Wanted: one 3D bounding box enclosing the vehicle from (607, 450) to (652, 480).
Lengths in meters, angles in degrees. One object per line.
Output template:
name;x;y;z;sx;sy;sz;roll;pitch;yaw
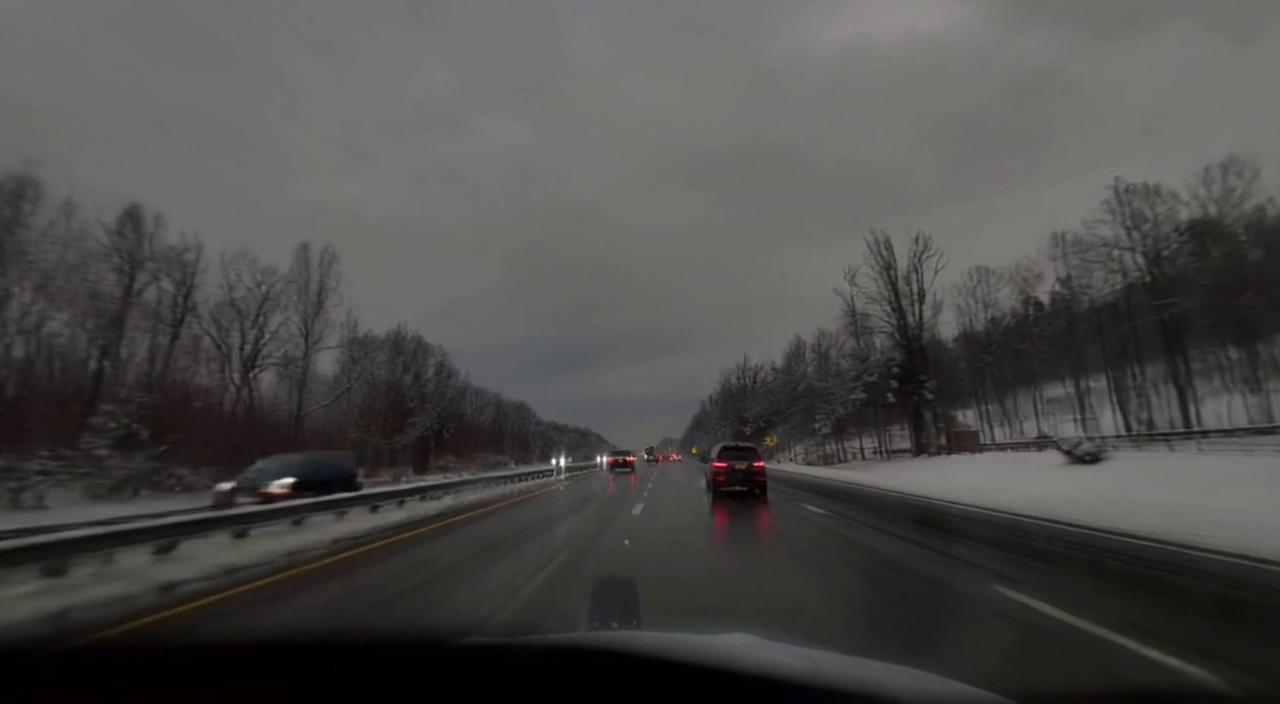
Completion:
vehicle;-0.453;5.703;31.829;2.037;1.418;3.793;-1;-9;3

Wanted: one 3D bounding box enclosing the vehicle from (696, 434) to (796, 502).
vehicle;2.920;3.330;18.387;2.250;1.718;4.358;-1;-9;1

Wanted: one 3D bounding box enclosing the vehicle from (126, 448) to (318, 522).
vehicle;-10.788;3.415;16.659;1.996;1.663;4.278;-1;-9;2

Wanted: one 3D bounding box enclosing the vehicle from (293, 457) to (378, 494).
vehicle;-15.126;6.116;31.400;1.938;1.618;4.309;-1;-9;2
